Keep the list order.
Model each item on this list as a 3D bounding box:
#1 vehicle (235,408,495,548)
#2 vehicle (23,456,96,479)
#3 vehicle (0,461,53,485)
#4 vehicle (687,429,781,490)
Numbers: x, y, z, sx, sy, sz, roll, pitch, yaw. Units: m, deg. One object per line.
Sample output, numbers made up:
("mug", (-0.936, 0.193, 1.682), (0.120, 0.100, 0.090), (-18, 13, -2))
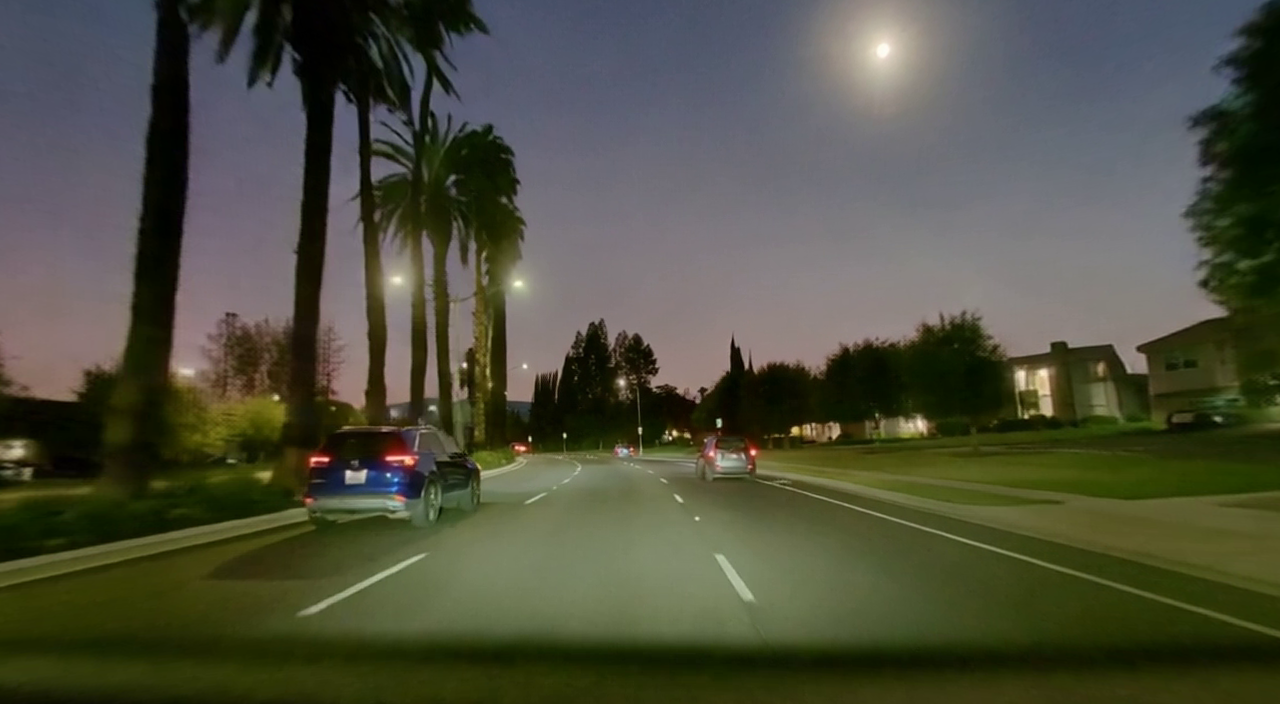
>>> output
("vehicle", (-4.070, 1.967, 10.488), (2.150, 1.768, 4.868), (0, -9, 0))
("vehicle", (-39.422, 7.843, 42.686), (3.285, 1.351, 1.575), (-1, -9, -7))
("vehicle", (-37.702, 7.231, 37.565), (3.430, 1.341, 1.611), (-1, -9, -2))
("vehicle", (3.001, 3.574, 21.215), (2.195, 1.804, 4.658), (1, -9, -3))
